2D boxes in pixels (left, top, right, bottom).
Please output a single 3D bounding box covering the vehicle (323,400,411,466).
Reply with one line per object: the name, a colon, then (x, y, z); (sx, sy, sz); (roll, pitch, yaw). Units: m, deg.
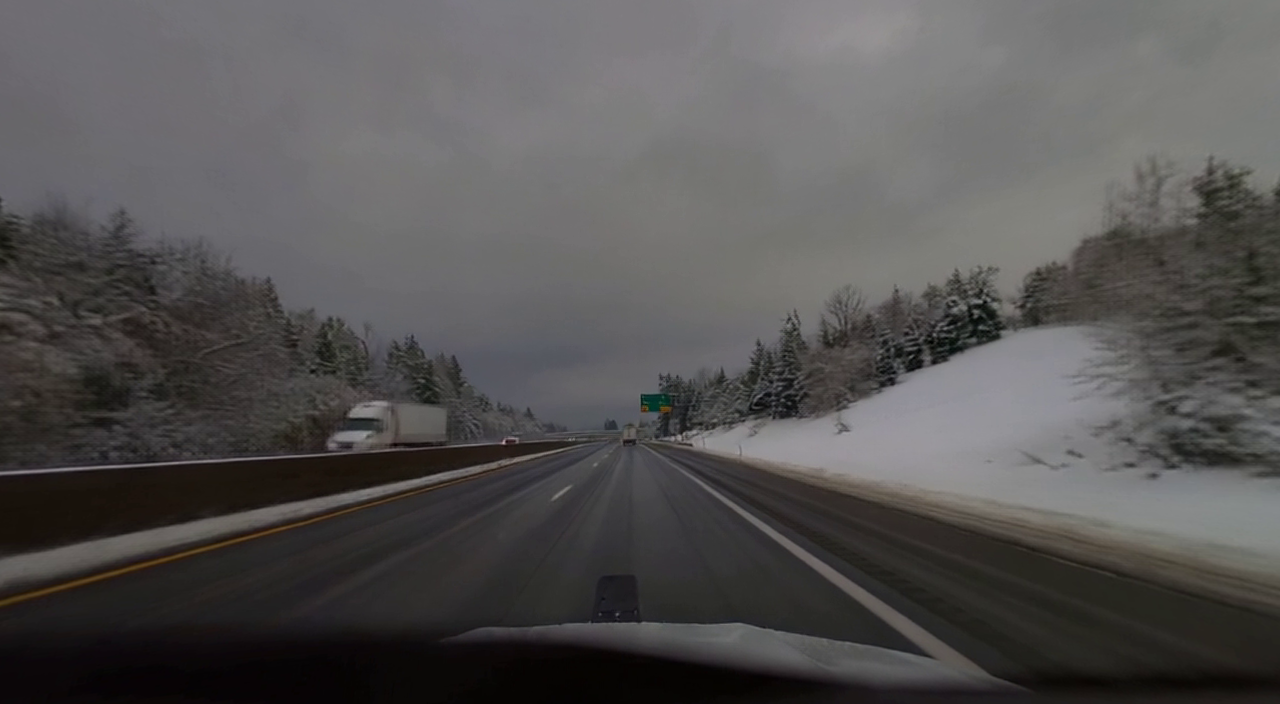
vehicle: (-17.513, 5.260, 40.927); (3.002, 3.931, 5.809); (0, -8, 0)
